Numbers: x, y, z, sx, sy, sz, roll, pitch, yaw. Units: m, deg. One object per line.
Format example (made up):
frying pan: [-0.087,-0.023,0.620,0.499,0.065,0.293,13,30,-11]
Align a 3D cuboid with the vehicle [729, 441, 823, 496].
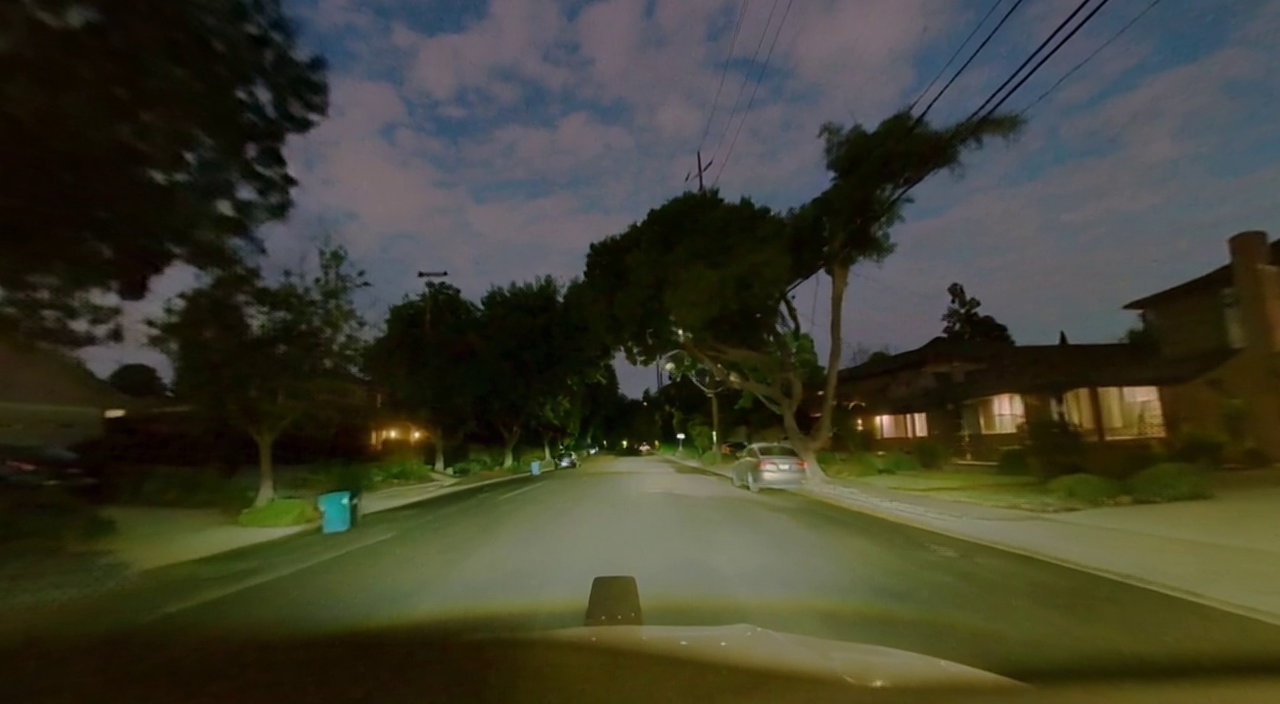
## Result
vehicle: [4.075,3.547,19.576,2.011,1.521,4.292,0,-9,1]

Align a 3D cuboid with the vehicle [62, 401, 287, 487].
vehicle: [-16.524,3.321,22.563,6.381,2.645,2.703,-3,-9,10]
